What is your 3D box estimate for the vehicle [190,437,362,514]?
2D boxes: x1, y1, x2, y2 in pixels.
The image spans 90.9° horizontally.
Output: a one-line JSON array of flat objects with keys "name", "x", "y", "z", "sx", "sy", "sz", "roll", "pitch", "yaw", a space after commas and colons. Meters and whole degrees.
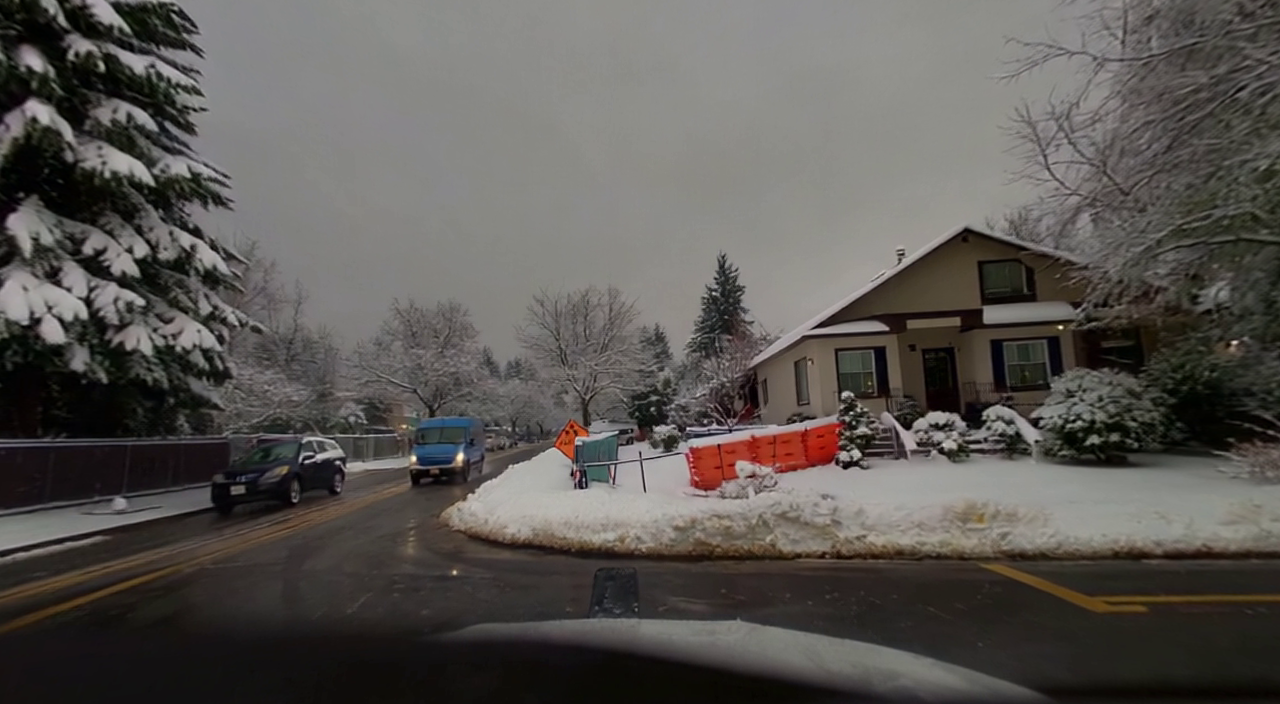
[{"name": "vehicle", "x": -8.343, "y": 2.802, "z": 14.953, "sx": 1.899, "sy": 1.524, "sz": 4.082, "roll": 1, "pitch": -8, "yaw": -5}]

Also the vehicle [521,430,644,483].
[{"name": "vehicle", "x": -1.638, "y": 3.152, "z": 19.435, "sx": 1.827, "sy": 1.436, "sz": 4.070, "roll": -4, "pitch": -9, "yaw": 28}]

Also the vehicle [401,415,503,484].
[{"name": "vehicle", "x": -6.002, "y": 3.150, "z": 20.788, "sx": 2.219, "sy": 1.984, "sz": 4.712, "roll": 1, "pitch": -8, "yaw": -4}]
